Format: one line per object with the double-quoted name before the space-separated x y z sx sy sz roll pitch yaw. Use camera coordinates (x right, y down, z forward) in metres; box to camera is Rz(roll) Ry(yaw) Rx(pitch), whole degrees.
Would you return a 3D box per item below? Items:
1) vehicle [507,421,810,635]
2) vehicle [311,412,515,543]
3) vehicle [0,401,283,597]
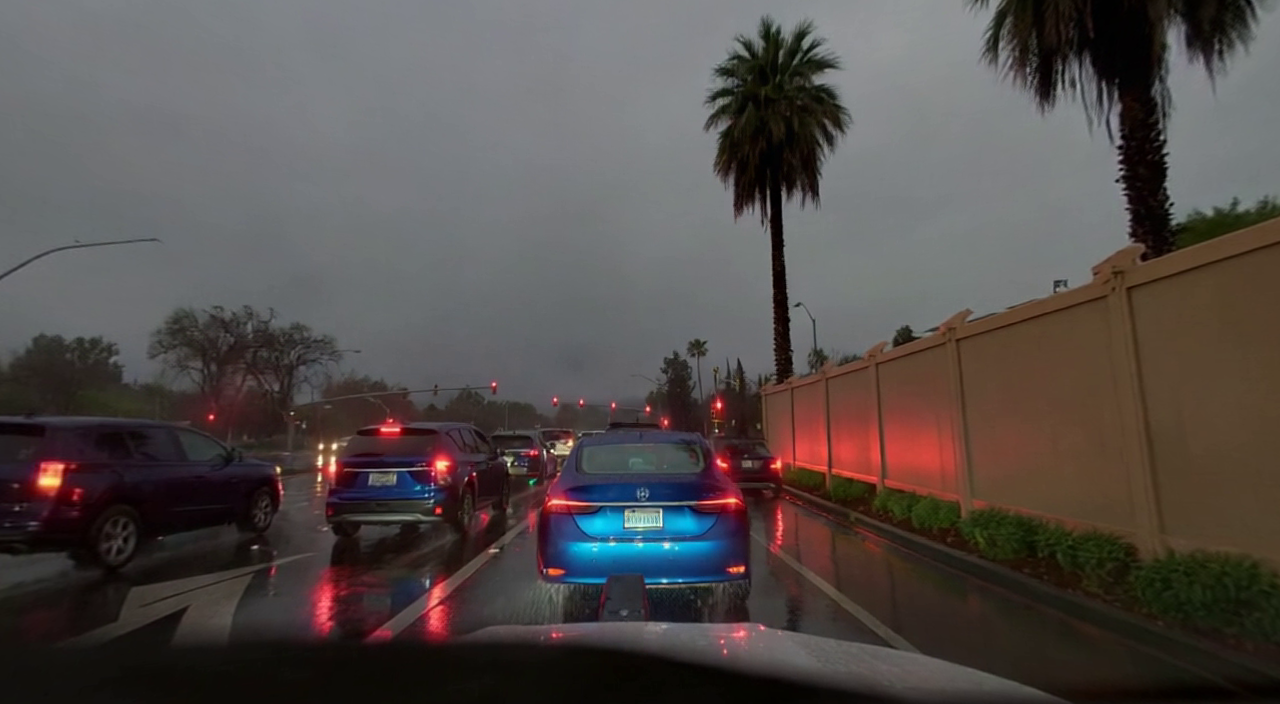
"vehicle" 0.062 1.554 6.633 2.128 1.473 4.272 0 -8 -2
"vehicle" -3.481 2.003 10.672 2.007 1.746 4.136 0 -8 -2
"vehicle" -6.680 1.627 7.817 1.963 1.721 4.467 0 -8 -2
